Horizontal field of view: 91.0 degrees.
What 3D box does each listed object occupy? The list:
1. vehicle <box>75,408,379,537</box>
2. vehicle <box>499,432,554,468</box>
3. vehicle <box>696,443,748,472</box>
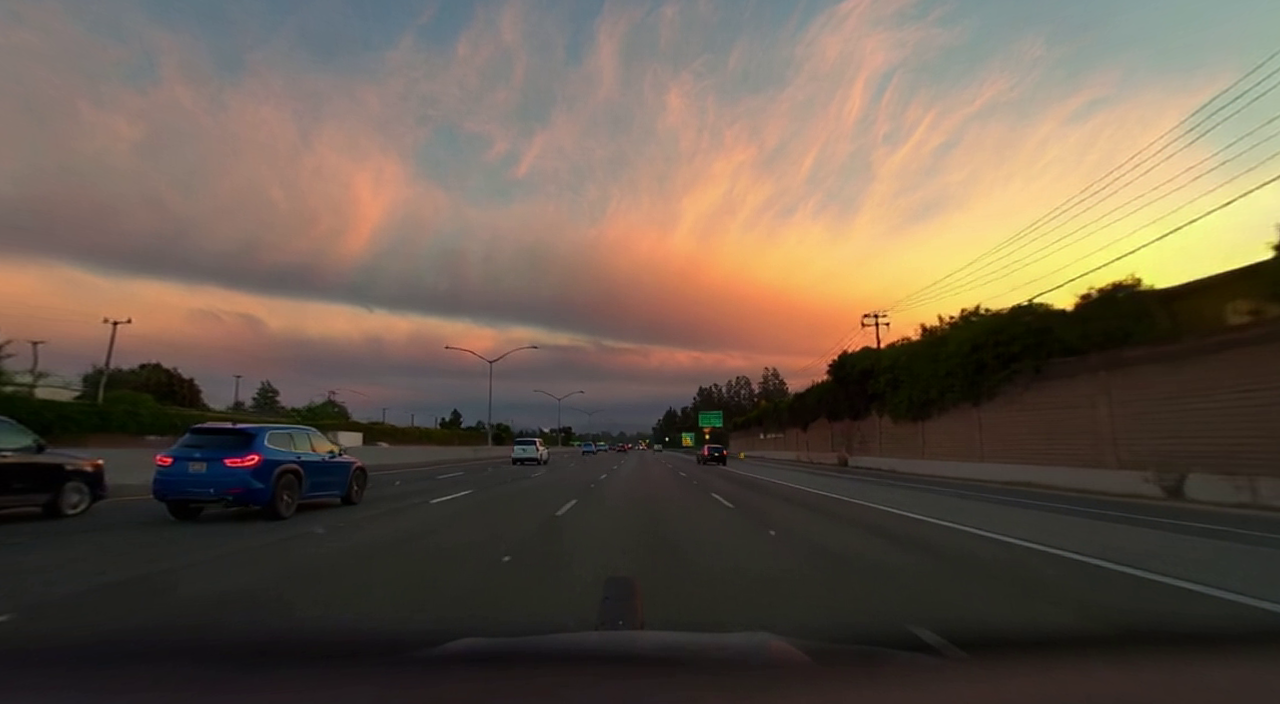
[{"bbox_3d":[-6.502,1.957,10.786,2.058,1.698,4.567,0,-9,0],"label":"vehicle"},{"bbox_3d":[-6.486,5.707,36.661,2.255,1.934,4.868,0,-9,0],"label":"vehicle"},{"bbox_3d":[4.552,5.943,35.714,2.251,1.520,4.550,1,-9,-1],"label":"vehicle"}]
